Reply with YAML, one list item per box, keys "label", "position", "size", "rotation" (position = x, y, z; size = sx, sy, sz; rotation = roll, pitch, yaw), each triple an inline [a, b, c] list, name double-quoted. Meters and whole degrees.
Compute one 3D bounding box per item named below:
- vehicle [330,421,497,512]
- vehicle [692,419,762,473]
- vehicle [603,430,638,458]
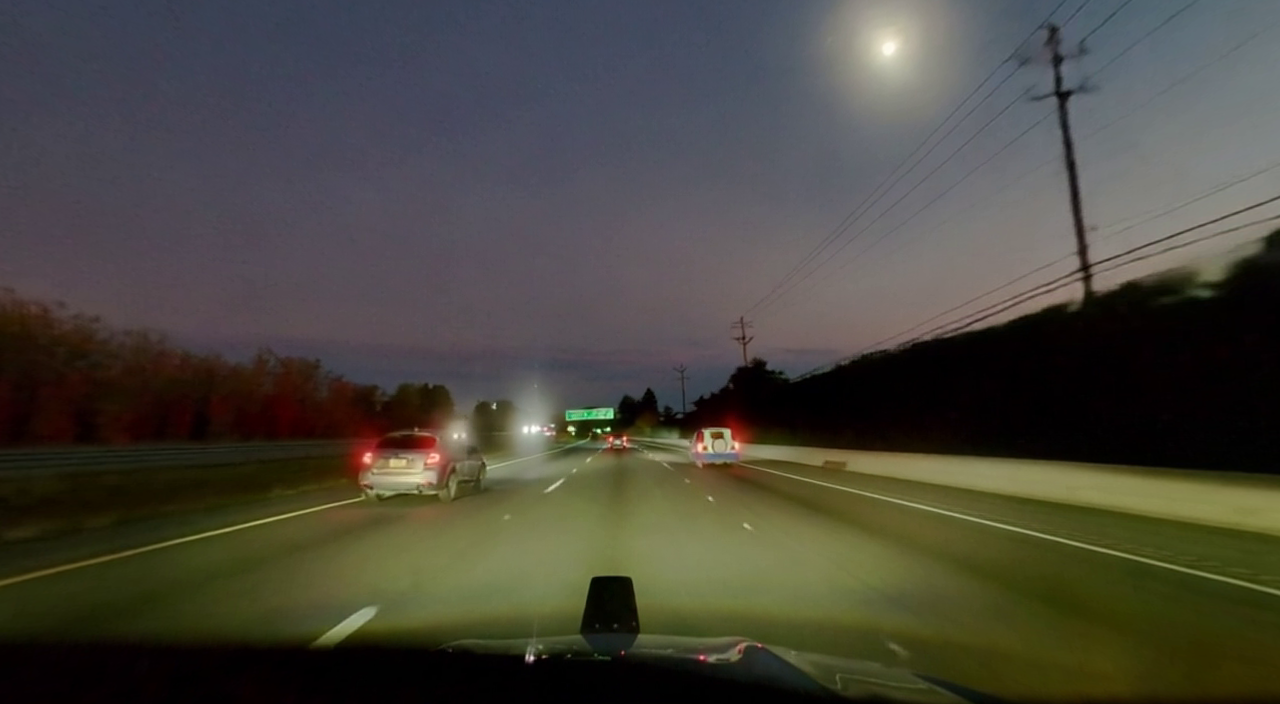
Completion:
- label: "vehicle"
  position: [-4.521, 2.319, 13.375]
  size: [2.100, 1.590, 4.077]
  rotation: [0, -7, -1]
- label: "vehicle"
  position: [3.240, 3.575, 24.128]
  size: [1.976, 1.905, 3.263]
  rotation: [0, -8, -4]
- label: "vehicle"
  position: [-1.317, 5.970, 41.028]
  size: [2.159, 1.690, 3.720]
  rotation: [0, -8, -3]
